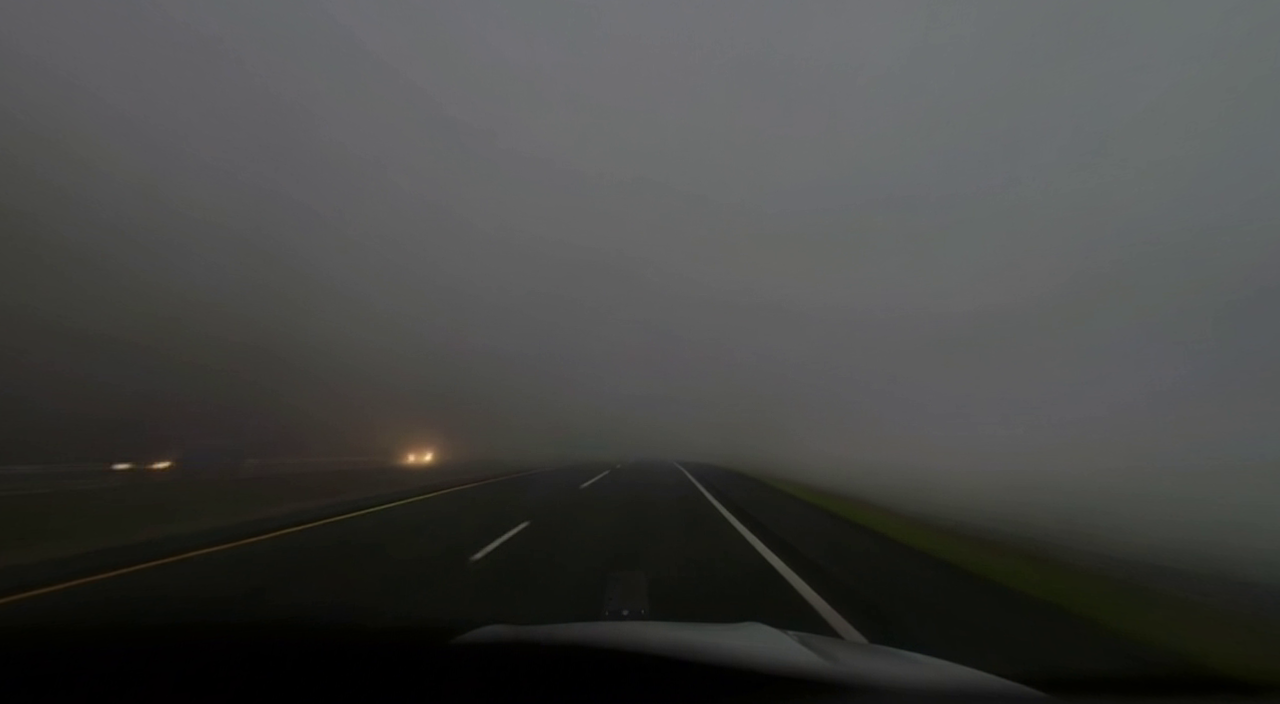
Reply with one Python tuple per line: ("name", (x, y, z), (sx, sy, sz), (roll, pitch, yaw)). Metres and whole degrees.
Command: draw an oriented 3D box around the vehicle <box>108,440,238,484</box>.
("vehicle", (-19.178, 4.512, 26.216), (1.918, 1.636, 4.408), (-1, -9, 2))
